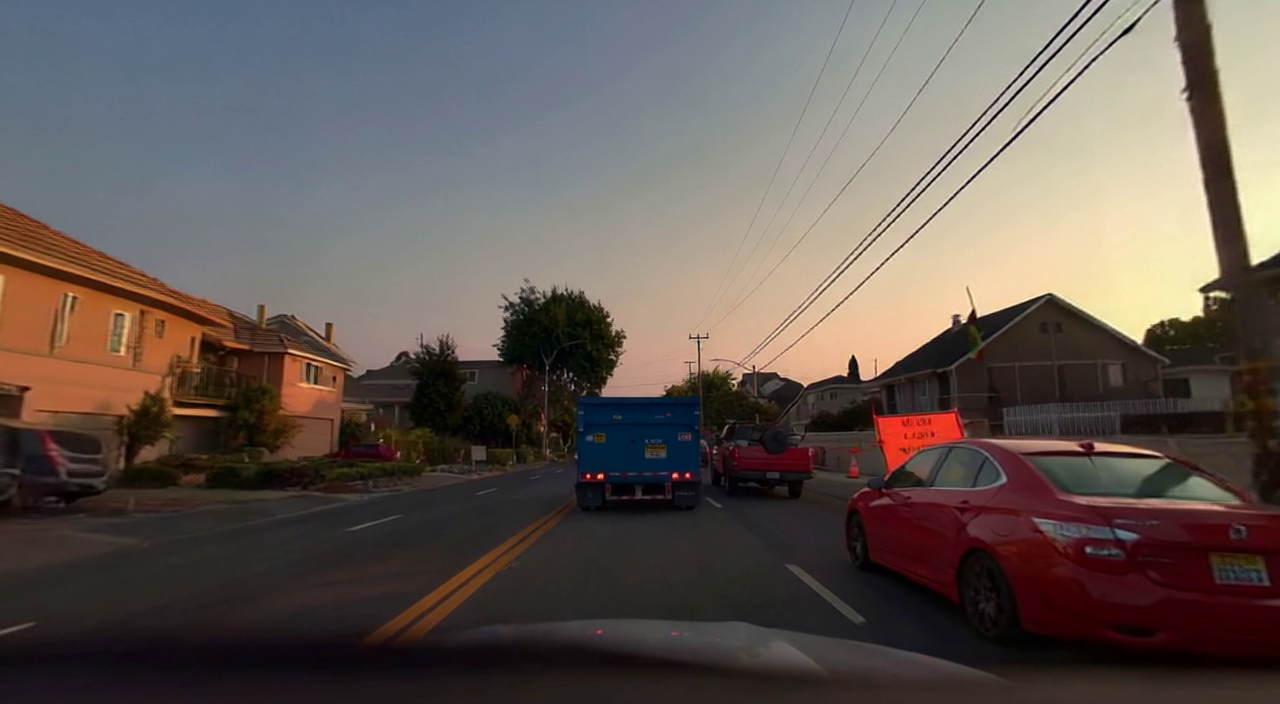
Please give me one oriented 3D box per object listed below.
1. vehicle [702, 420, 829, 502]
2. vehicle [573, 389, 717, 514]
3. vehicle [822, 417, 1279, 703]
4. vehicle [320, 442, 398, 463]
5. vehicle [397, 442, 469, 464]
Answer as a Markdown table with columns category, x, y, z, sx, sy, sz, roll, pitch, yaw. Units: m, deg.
| category | x | y | z | sx | sy | sz | roll | pitch | yaw |
| --- | --- | --- | --- | --- | --- | --- | --- | --- | --- |
| vehicle | 3.366 | 3.098 | 18.303 | 2.486 | 1.993 | 5.667 | 0 | -8 | 0 |
| vehicle | 0.172 | 2.388 | 15.298 | 2.751 | 2.361 | 6.347 | 0 | -9 | 1 |
| vehicle | 3.199 | 1.405 | 5.310 | 2.010 | 1.499 | 4.481 | 0 | -8 | 0 |
| vehicle | -20.134 | 7.232 | 45.060 | 4.706 | 1.468 | 1.817 | -1 | -9 | 3 |
| vehicle | -14.911 | 7.280 | 45.356 | 4.490 | 1.500 | 1.875 | 0 | -9 | -1 |
